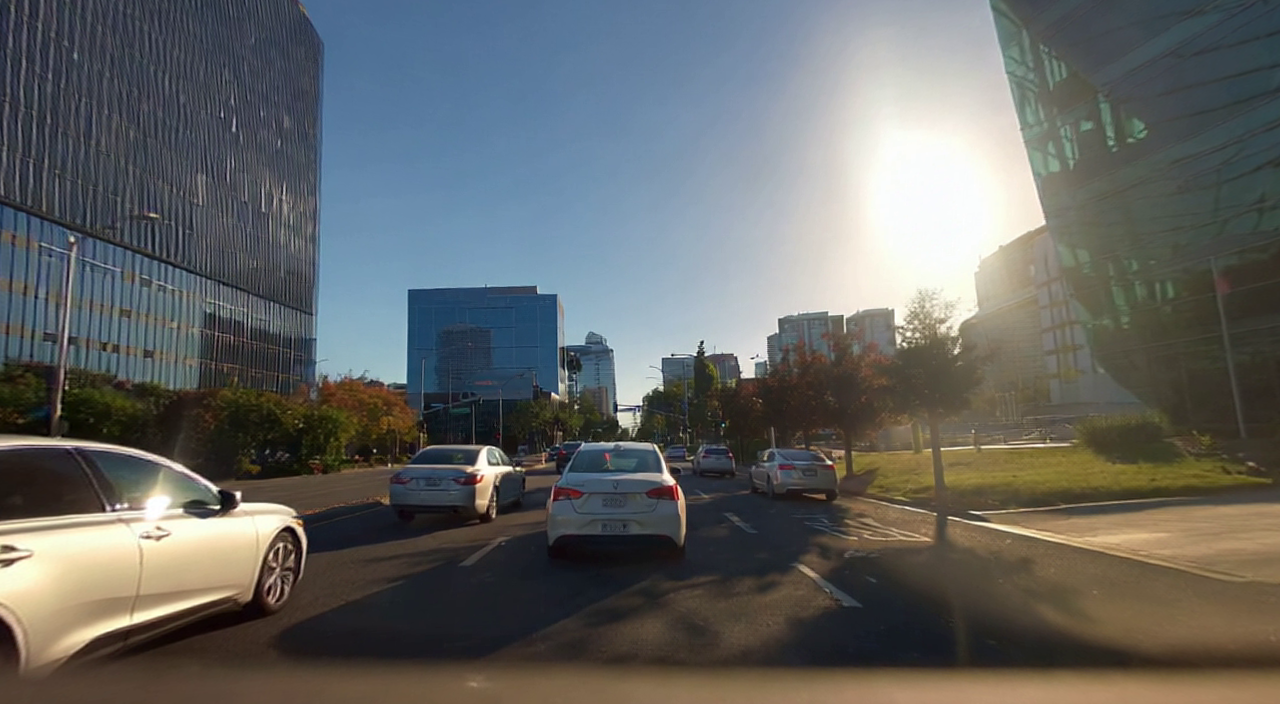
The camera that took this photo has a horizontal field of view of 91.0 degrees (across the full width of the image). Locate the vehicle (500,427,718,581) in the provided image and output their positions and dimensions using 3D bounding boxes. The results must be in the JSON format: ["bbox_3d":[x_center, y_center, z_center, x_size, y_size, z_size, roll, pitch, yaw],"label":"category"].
[{"bbox_3d":[-0.247,1.848,8.529,2.174,1.509,4.374,0,-9,2],"label":"vehicle"}]

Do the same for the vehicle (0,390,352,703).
[{"bbox_3d":[-3.555,1.071,3.550,1.933,1.520,4.195,0,-9,-1],"label":"vehicle"}]

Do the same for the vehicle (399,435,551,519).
[{"bbox_3d":[-3.341,2.632,13.820,2.044,1.508,4.479,0,-9,1],"label":"vehicle"}]

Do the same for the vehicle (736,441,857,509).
[{"bbox_3d":[3.839,3.078,16.255,1.940,1.514,4.187,0,-9,-1],"label":"vehicle"}]
